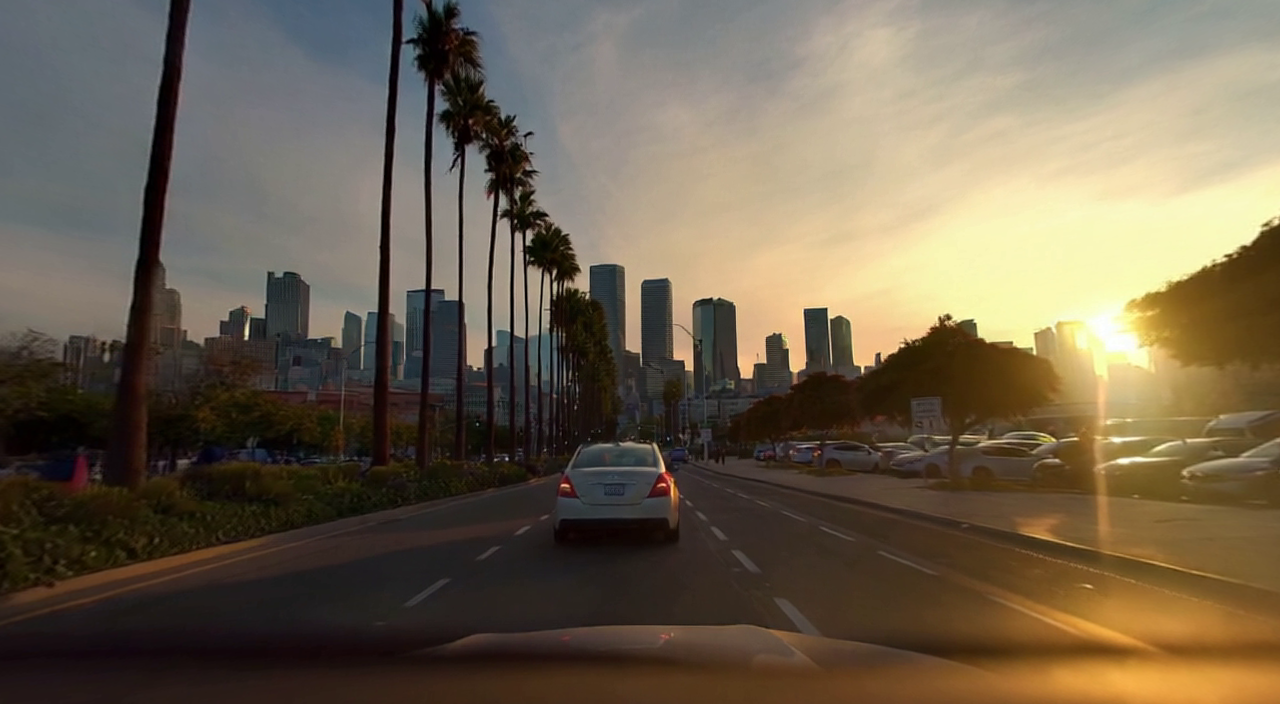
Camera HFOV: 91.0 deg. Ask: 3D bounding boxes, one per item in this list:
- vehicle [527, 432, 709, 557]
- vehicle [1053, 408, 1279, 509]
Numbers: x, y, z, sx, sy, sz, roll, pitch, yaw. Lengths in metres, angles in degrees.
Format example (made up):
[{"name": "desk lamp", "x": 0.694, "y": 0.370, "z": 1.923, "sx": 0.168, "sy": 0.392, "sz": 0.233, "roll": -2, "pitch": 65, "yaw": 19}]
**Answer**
[{"name": "vehicle", "x": -0.262, "y": 2.054, "z": 9.767, "sx": 2.235, "sy": 1.528, "sz": 3.876, "roll": 0, "pitch": -9, "yaw": 0}, {"name": "vehicle", "x": 12.905, "y": 2.332, "z": 14.187, "sx": 5.301, "sy": 1.962, "sz": 2.431, "roll": -3, "pitch": -8, "yaw": 4}]
